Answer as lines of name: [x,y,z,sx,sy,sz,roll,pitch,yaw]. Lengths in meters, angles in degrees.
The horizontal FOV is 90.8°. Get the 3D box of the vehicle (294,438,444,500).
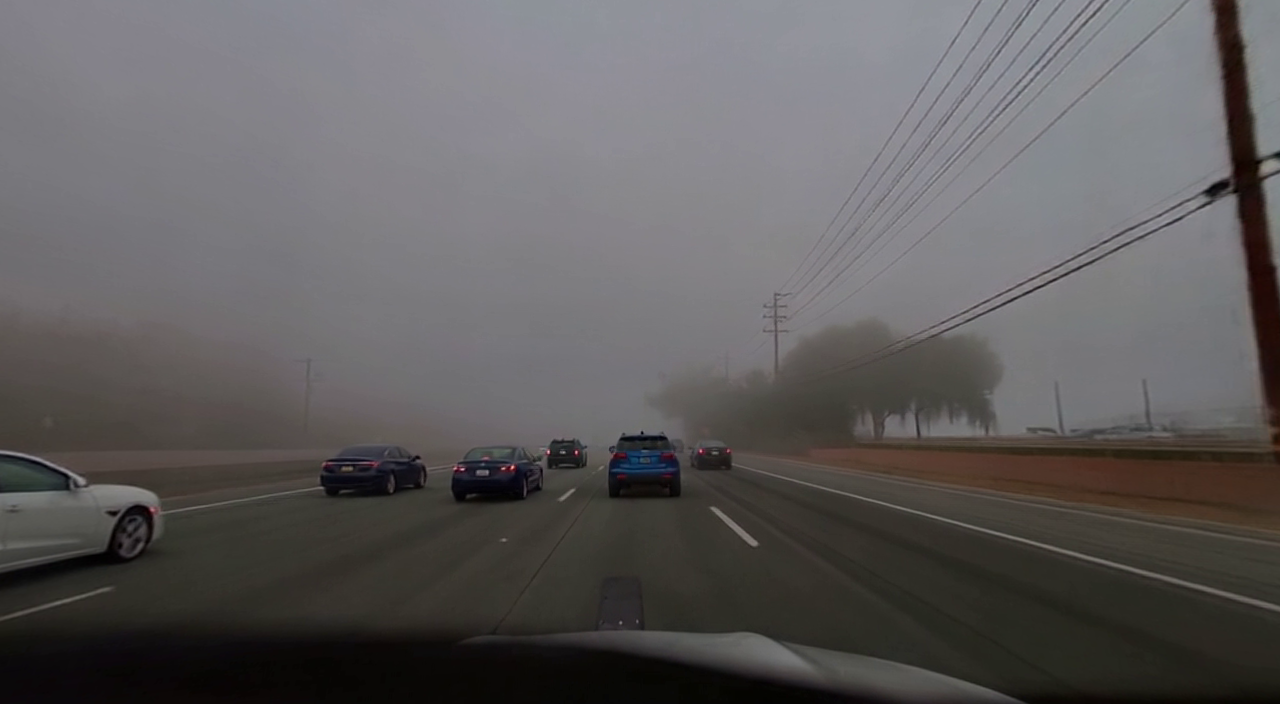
vehicle: [-7.140,3.121,17.312,1.959,1.435,4.719,0,-8,1]

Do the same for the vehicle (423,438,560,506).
vehicle: [-3.417,2.871,15.633,2.203,1.425,4.610,0,-8,1]

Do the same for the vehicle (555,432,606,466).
vehicle: [-3.246,5.459,35.633,2.353,1.773,4.286,0,-8,1]

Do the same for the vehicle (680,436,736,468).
vehicle: [3.275,4.911,31.222,2.197,1.464,4.356,0,-8,-1]

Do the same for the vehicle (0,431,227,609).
vehicle: [-6.242,1.469,5.785,1.958,1.447,4.454,0,-8,-1]

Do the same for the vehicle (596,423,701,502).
vehicle: [0.178,2.714,15.858,2.284,1.699,4.168,0,-8,0]
